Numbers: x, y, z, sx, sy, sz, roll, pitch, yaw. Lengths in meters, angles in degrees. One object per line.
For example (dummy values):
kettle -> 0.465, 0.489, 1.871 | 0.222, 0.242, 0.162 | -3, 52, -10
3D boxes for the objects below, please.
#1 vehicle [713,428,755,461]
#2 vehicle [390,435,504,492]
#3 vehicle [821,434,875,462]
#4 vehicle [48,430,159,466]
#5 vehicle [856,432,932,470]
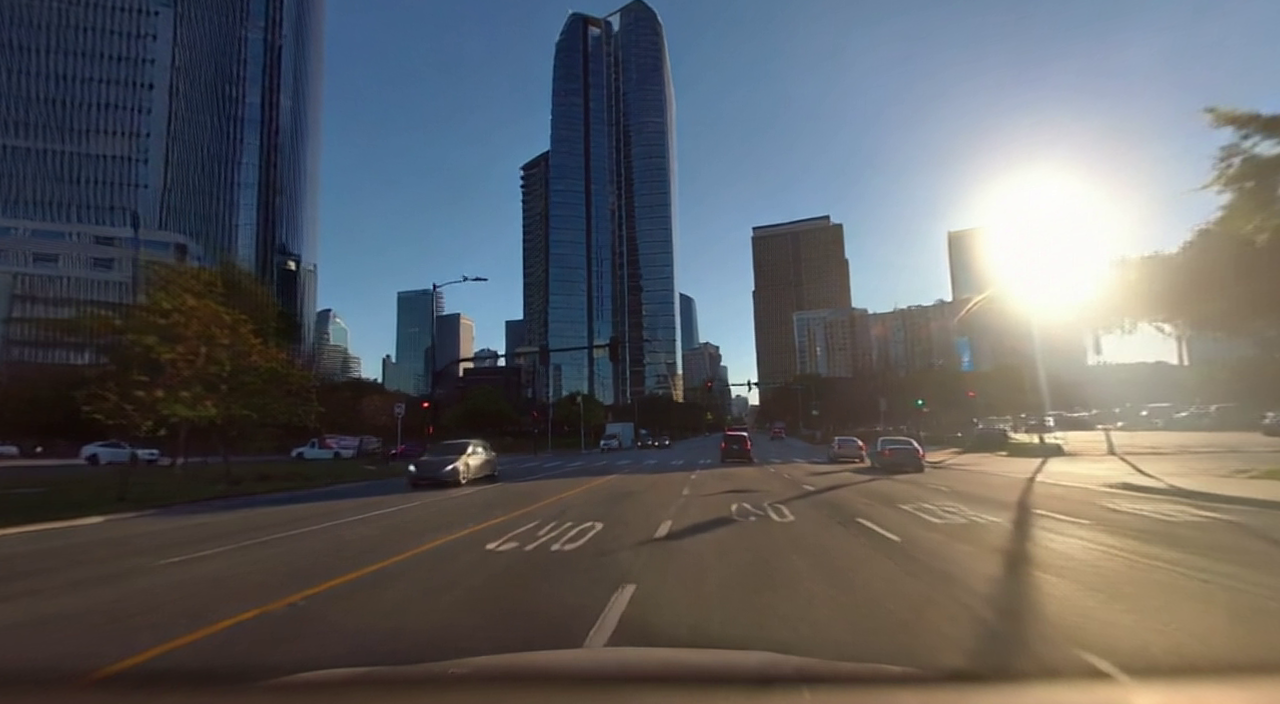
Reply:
vehicle -> 5.461, 5.482, 37.106 | 2.203, 1.801, 4.331 | -1, -9, 5
vehicle -> -6.241, 3.639, 20.857 | 2.016, 1.677, 4.147 | -1, -9, 7
vehicle -> 11.654, 5.388, 35.403 | 1.860, 1.460, 4.379 | -1, -9, 5
vehicle -> -27.695, 5.032, 32.611 | 1.871, 1.703, 4.093 | -2, -10, 5
vehicle -> 10.837, 4.262, 27.134 | 1.896, 1.463, 4.296 | -1, -9, 6
